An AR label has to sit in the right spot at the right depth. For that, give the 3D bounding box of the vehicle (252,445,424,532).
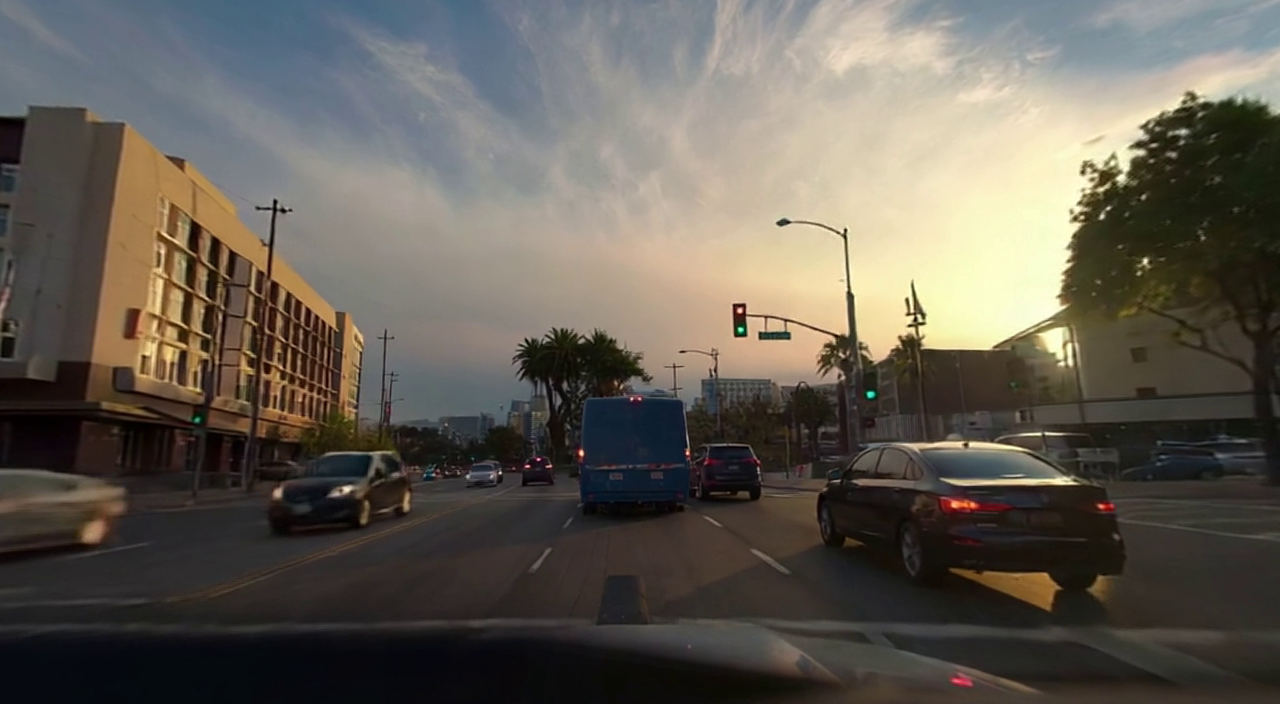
[{"bbox_3d":[-6.160,2.770,13.411,1.810,1.546,3.981,0,-9,-2],"label":"vehicle"}]

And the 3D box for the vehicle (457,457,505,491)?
[{"bbox_3d":[-8.046,6.159,32.040,1.801,1.524,3.974,1,-9,-6],"label":"vehicle"}]

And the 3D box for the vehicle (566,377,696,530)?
[{"bbox_3d":[-0.429,2.414,15.307,2.517,2.926,6.177,1,-9,-5],"label":"vehicle"}]

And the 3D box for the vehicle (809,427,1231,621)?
[{"bbox_3d":[3.639,1.711,7.343,1.978,1.507,4.636,0,-8,-1],"label":"vehicle"}]

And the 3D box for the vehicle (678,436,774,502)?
[{"bbox_3d":[2.750,3.924,21.618,2.157,1.944,5.423,0,-9,-4],"label":"vehicle"}]

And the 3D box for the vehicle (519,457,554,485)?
[{"bbox_3d":[-6.501,7.489,39.623,2.033,1.555,4.408,1,-9,-8],"label":"vehicle"}]

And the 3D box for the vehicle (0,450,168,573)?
[{"bbox_3d":[-9.190,2.160,8.775,1.983,1.543,4.188,0,-9,-2],"label":"vehicle"}]

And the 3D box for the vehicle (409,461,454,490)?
[{"bbox_3d":[-12.618,7.489,38.240,1.873,1.510,4.151,1,-9,-8],"label":"vehicle"}]
